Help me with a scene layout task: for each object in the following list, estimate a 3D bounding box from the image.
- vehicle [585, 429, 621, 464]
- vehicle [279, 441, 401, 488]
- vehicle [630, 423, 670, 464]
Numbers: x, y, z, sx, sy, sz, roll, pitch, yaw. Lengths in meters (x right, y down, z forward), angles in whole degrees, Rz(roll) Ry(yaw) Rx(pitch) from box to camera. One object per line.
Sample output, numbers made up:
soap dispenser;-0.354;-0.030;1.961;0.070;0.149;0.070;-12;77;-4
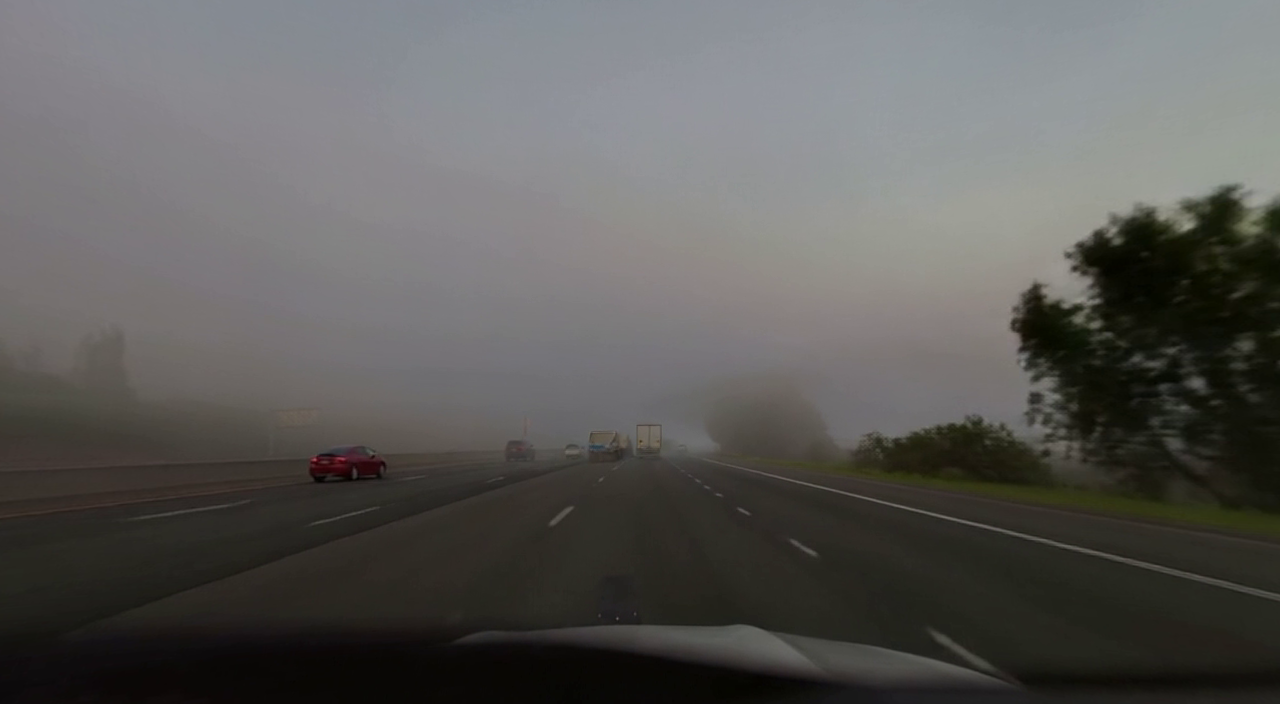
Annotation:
vehicle;-2.804;7.285;48.840;2.328;2.519;5.238;0;-8;2
vehicle;-10.240;3.860;22.068;1.952;1.457;4.689;0;-8;0
vehicle;0.800;7.007;48.484;2.768;2.854;6.757;1;-8;1
